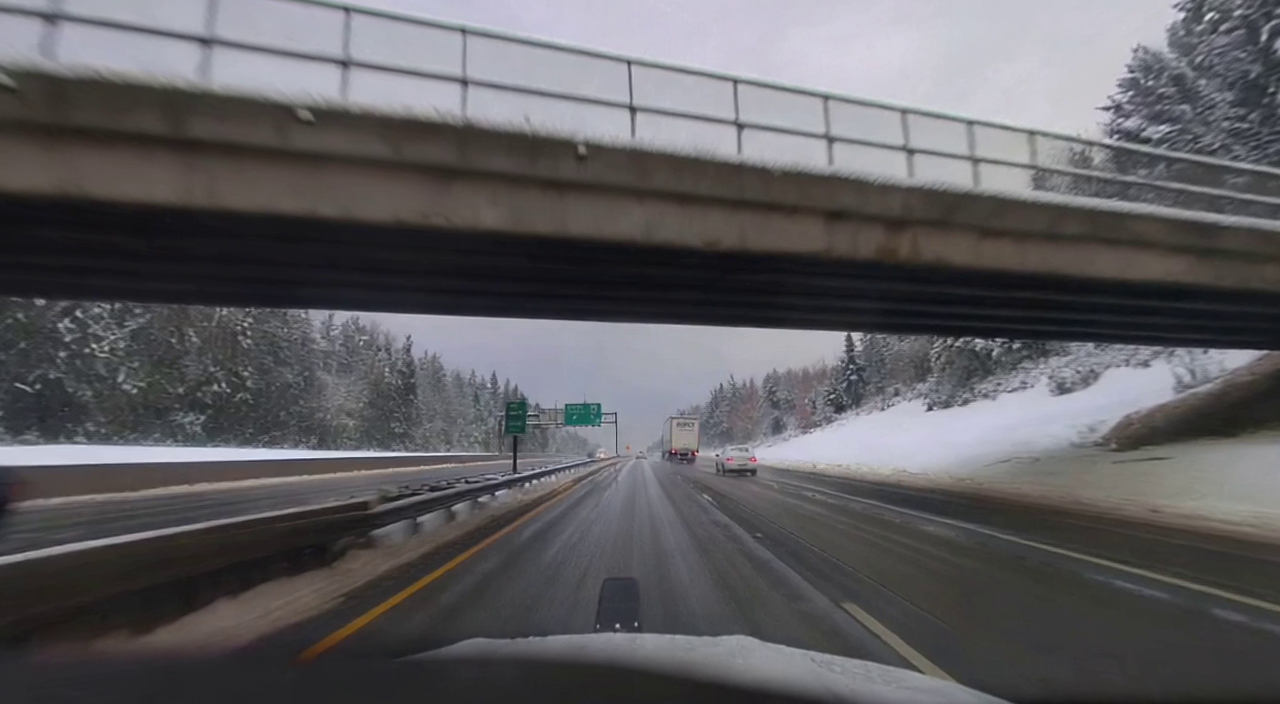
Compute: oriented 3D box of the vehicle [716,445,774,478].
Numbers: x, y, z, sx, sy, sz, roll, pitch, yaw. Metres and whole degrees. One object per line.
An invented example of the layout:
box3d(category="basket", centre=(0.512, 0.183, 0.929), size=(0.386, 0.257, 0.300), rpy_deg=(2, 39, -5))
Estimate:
box3d(category="vehicle", centre=(5.074, 5.328, 30.830), size=(1.917, 1.471, 4.149), rpy_deg=(0, -9, -3))
